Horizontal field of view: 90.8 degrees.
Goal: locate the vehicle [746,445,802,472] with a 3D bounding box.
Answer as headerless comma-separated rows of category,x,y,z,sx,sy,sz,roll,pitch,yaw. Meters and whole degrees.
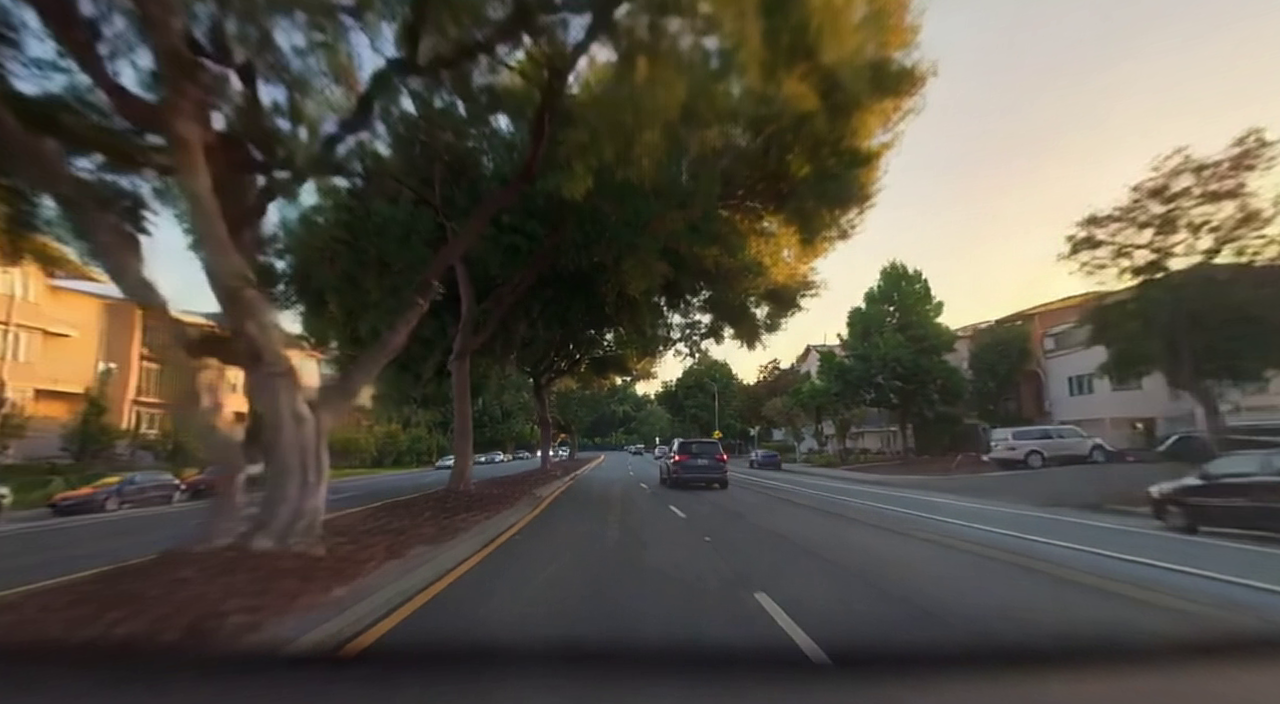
vehicle,7.720,6.167,36.795,1.996,1.474,4.771,0,-9,-3

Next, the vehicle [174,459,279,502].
vehicle,-18.932,5.868,29.225,1.937,1.612,4.515,-1,-7,-2

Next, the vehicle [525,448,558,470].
vehicle,-7.142,7.766,46.172,1.958,1.501,4.294,0,-9,-2

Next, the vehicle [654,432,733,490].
vehicle,1.721,3.707,21.871,2.085,1.763,4.490,0,-9,-3

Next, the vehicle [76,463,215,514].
vehicle,-18.729,5.147,24.259,1.999,1.462,4.516,-1,-8,-5

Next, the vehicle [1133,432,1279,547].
vehicle,9.278,1.807,8.331,1.858,1.489,4.556,0,-8,0

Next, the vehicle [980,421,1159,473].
vehicle,15.777,3.545,23.535,5.007,1.793,2.031,-2,-9,11
